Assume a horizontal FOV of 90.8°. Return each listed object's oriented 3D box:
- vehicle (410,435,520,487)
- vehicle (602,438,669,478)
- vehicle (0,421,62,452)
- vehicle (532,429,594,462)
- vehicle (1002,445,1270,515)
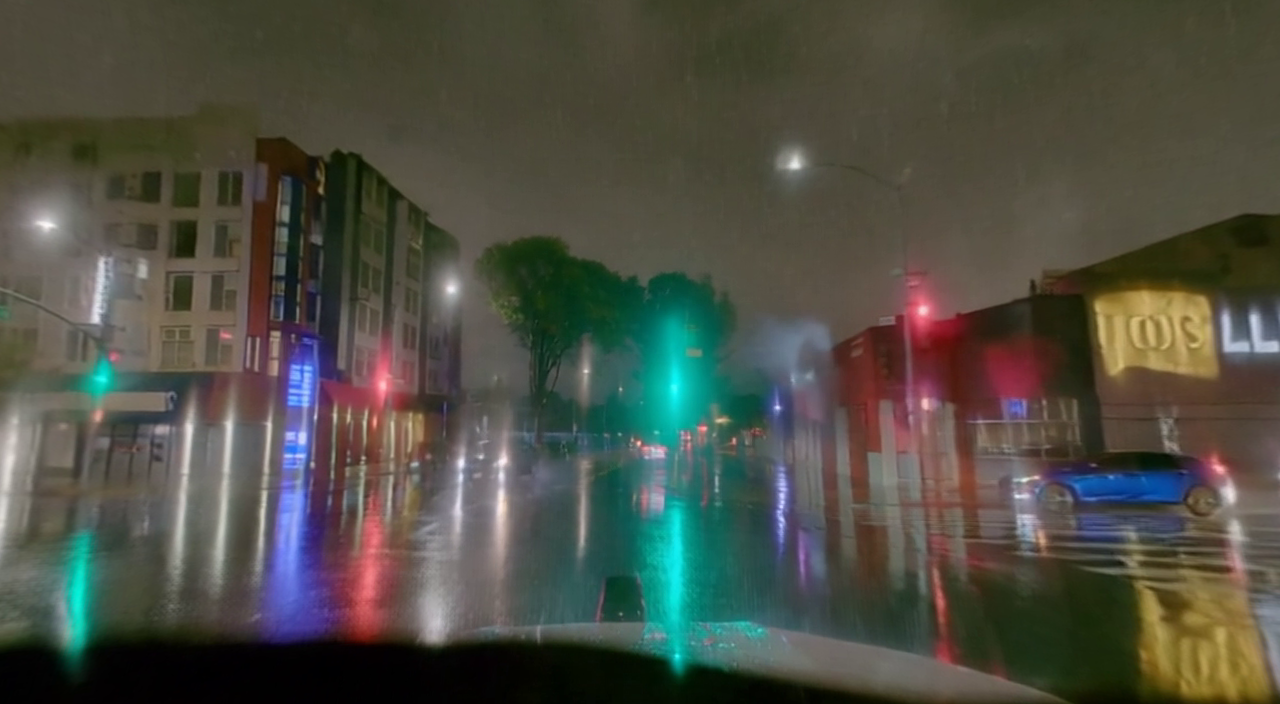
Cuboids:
[{"bbox_3d":[-5.524,3.495,20.658,2.119,1.485,4.472,-1,-8,3],"label":"vehicle"},{"bbox_3d":[-0.078,4.298,25.972,1.892,1.481,4.365,-2,-8,11],"label":"vehicle"},{"bbox_3d":[-32.678,4.343,32.465,1.699,1.539,4.060,-2,-8,8],"label":"vehicle"},{"bbox_3d":[-4.243,5.292,35.848,2.181,1.723,4.692,-2,-8,10],"label":"vehicle"},{"bbox_3d":[11.157,2.890,14.552,4.426,1.446,1.795,-2,-8,9],"label":"vehicle"}]
